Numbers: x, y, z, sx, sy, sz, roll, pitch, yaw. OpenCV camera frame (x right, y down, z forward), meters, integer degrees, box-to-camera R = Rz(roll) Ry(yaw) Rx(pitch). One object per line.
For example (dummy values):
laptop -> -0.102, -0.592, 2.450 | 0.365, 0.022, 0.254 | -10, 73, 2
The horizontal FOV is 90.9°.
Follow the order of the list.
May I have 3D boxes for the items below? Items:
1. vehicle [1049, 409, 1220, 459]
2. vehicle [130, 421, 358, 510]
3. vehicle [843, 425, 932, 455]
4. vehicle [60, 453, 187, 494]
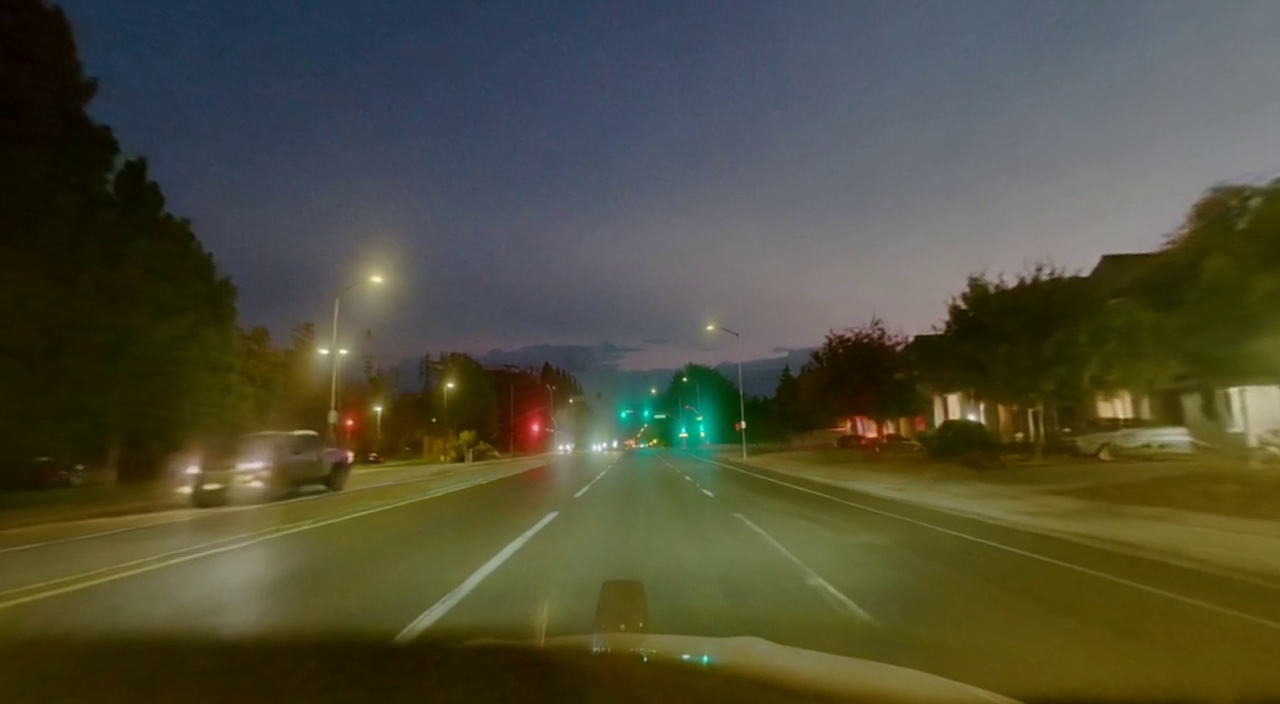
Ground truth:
vehicle -> 18.394, 3.081, 23.636 | 4.591, 1.718, 2.107 | -1, -8, -1
vehicle -> -10.376, 3.032, 17.364 | 2.294, 1.975, 5.773 | -1, -8, 3
vehicle -> 15.176, 5.437, 38.847 | 4.625, 1.467, 1.991 | -4, -8, 2
vehicle -> -21.981, 5.145, 26.931 | 3.952, 1.429, 1.772 | -4, -8, 2
